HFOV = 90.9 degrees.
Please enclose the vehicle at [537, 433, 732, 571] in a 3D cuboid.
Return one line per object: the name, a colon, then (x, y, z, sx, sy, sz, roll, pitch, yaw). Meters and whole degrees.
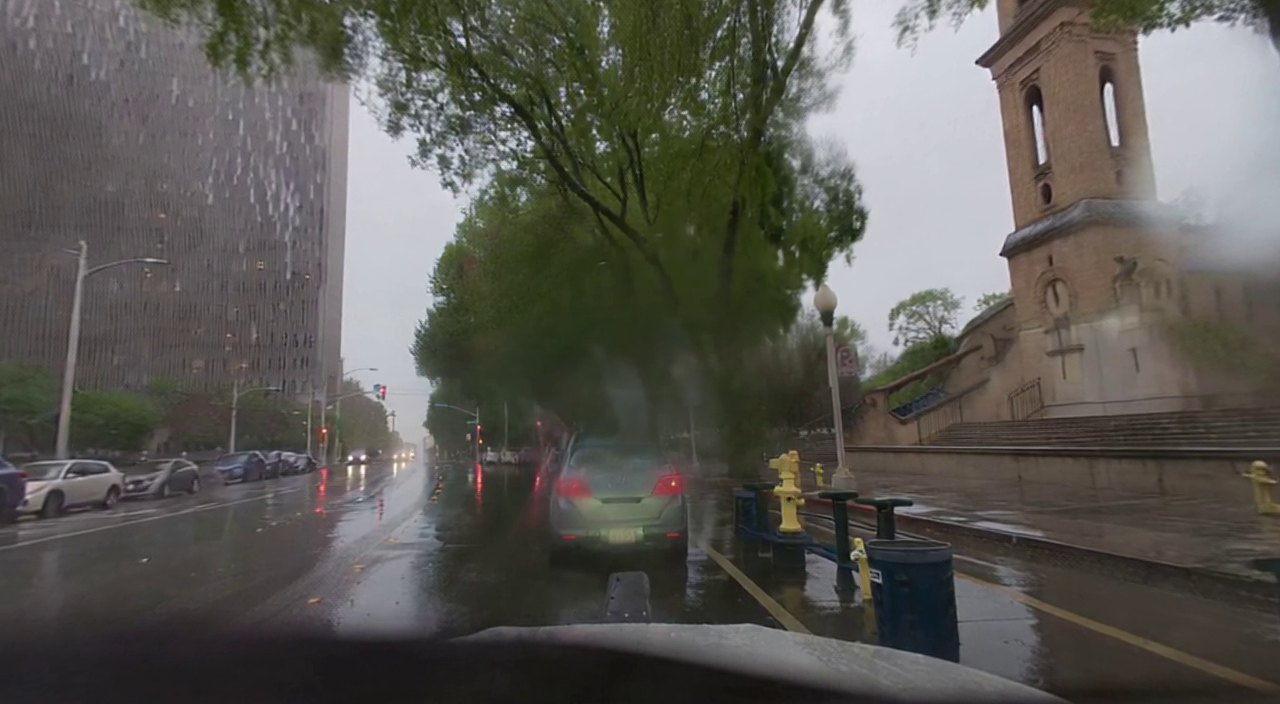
vehicle: (-0.248, 1.942, 9.016, 2.142, 1.475, 4.051, 1, -8, -6)
